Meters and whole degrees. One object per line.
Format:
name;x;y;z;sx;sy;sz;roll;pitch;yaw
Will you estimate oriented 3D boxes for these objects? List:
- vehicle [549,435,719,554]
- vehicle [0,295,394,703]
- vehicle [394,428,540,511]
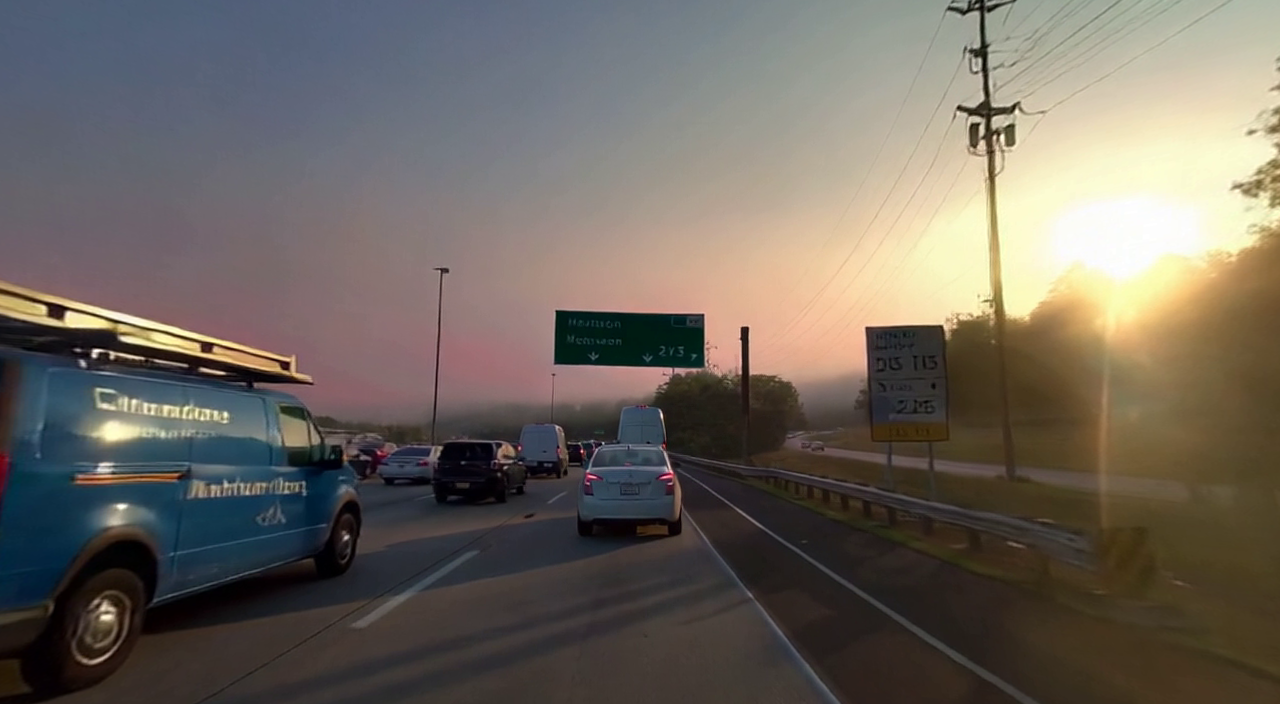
vehicle;-0.061;2.033;9.703;2.054;1.421;4.090;0;-8;0
vehicle;-3.871;1.009;4.638;2.142;1.952;4.556;0;-8;1
vehicle;-3.869;2.720;15.019;2.114;1.657;4.432;0;-8;2
